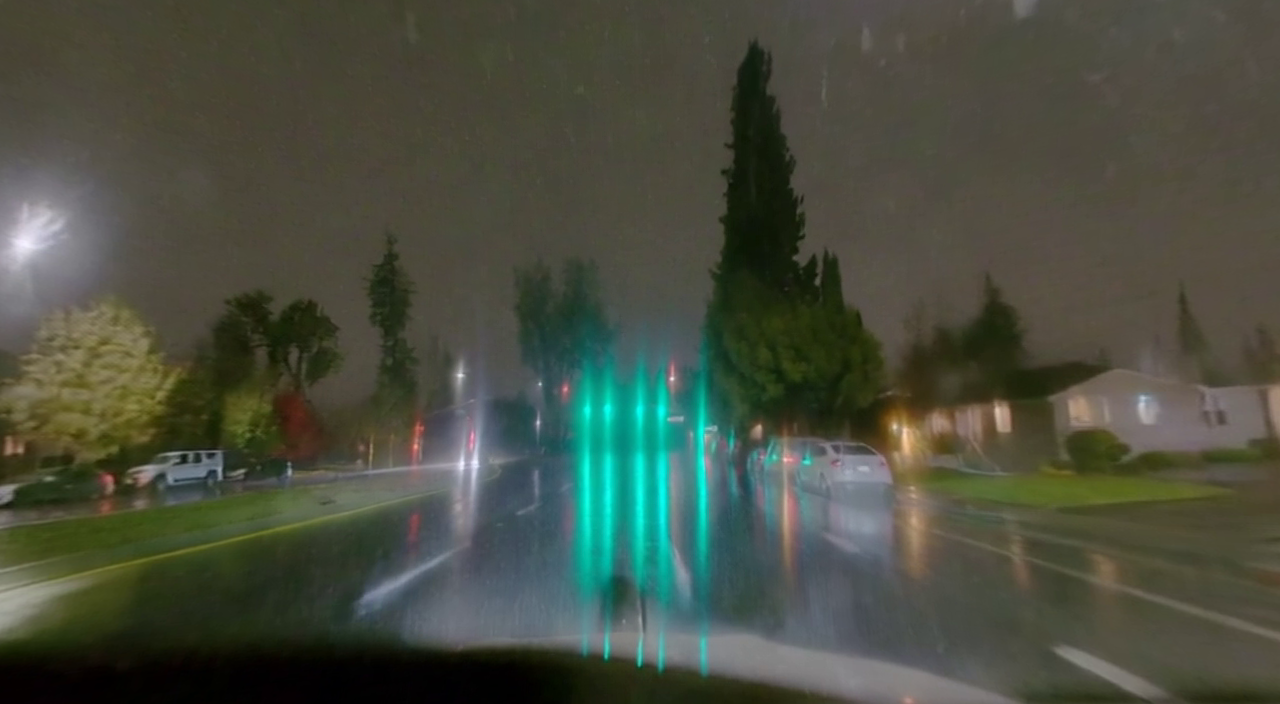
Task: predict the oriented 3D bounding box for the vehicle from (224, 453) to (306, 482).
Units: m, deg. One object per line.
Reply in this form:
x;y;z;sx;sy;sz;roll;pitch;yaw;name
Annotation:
-21.599;6.640;36.405;1.842;1.496;4.614;0;-8;0;vehicle

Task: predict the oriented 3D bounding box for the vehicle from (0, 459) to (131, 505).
-21.931;4.789;23.515;1.883;1.450;4.659;0;-8;-1;vehicle

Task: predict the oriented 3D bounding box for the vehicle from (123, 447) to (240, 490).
-21.742;5.511;30.072;2.001;1.839;4.669;0;-8;0;vehicle

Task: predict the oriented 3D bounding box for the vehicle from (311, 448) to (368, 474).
-21.610;7.831;45.309;1.933;1.733;4.518;0;-8;-1;vehicle

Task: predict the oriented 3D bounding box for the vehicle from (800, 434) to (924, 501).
6.213;3.274;18.237;1.918;1.662;4.393;0;-8;-1;vehicle

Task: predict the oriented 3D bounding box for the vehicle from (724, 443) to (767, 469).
6.362;6.332;38.336;1.901;1.470;4.580;0;-8;0;vehicle
